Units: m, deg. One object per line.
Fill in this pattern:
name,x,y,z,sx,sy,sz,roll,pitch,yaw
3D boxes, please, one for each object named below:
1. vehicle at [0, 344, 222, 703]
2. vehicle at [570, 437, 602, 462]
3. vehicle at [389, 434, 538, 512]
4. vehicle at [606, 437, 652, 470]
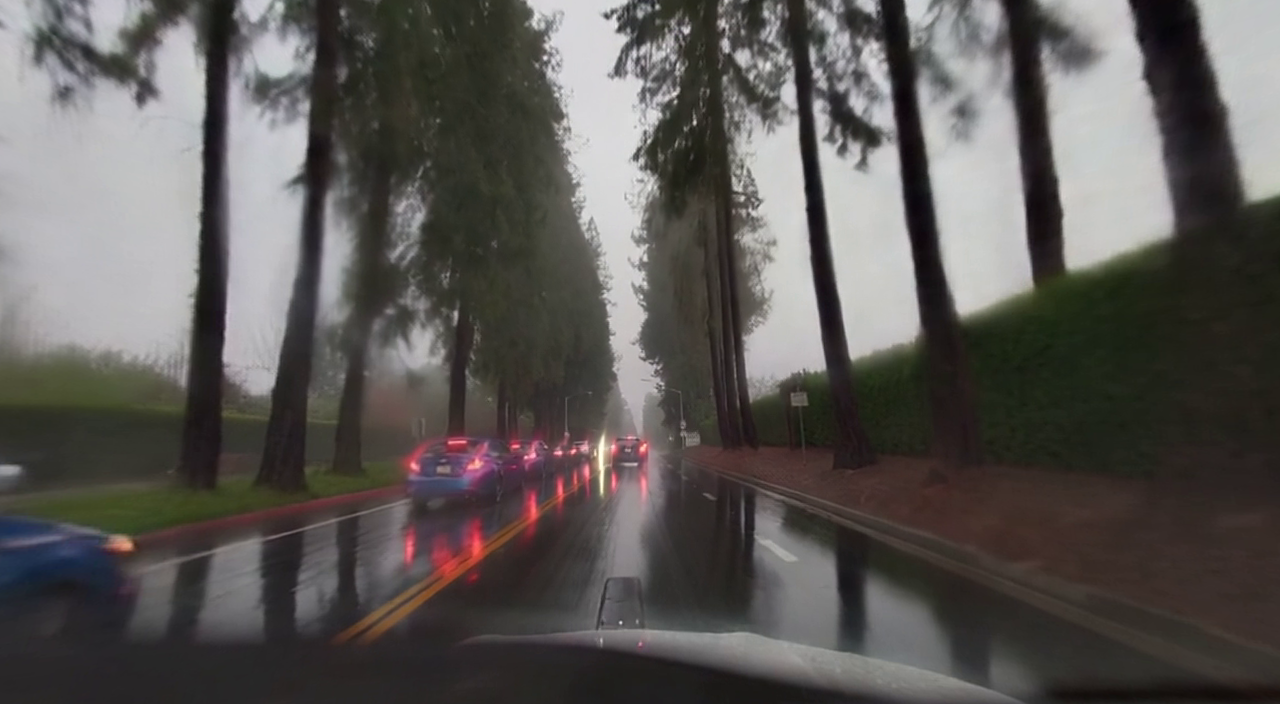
vehicle,-3.658,0.698,1.657,2.126,1.707,4.317,0,-8,0
vehicle,-3.919,7.112,46.300,1.983,1.697,4.285,0,-8,0
vehicle,-3.684,2.598,14.128,2.030,1.452,4.312,0,-8,1
vehicle,-0.532,4.989,31.279,2.127,1.517,4.090,0,-8,-1
